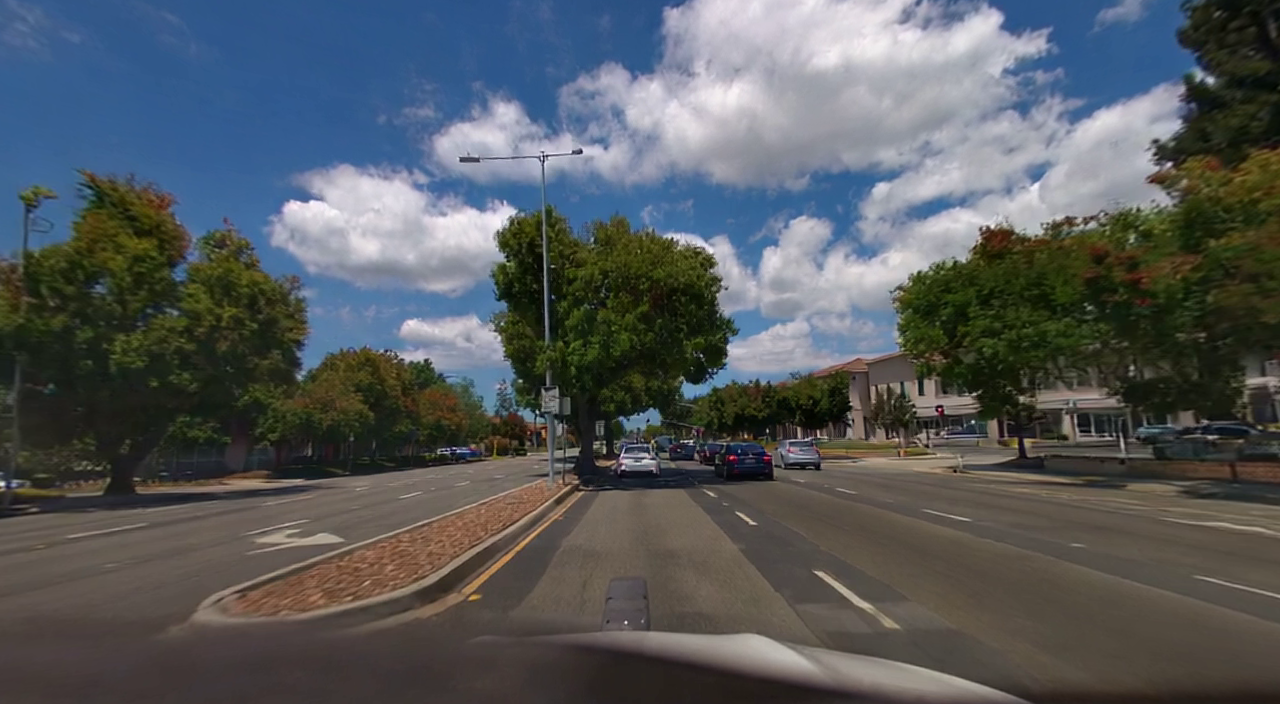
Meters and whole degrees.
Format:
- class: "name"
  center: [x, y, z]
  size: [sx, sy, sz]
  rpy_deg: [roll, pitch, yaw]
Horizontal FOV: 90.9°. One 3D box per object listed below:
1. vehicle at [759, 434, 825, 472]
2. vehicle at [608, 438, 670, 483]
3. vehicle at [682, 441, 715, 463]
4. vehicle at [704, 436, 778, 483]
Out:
- class: "vehicle"
  center: [7.289, 4.905, 30.751]
  size: [2.044, 1.701, 4.397]
  rpy_deg: [0, -8, -1]
- class: "vehicle"
  center: [-0.046, 3.932, 23.209]
  size: [2.096, 1.473, 3.893]
  rpy_deg: [0, -8, 0]
- class: "vehicle"
  center: [4.093, 7.072, 44.621]
  size: [1.862, 1.457, 4.204]
  rpy_deg: [0, -8, 0]
- class: "vehicle"
  center: [3.546, 3.846, 22.952]
  size: [1.988, 1.528, 4.144]
  rpy_deg: [0, -8, 0]
